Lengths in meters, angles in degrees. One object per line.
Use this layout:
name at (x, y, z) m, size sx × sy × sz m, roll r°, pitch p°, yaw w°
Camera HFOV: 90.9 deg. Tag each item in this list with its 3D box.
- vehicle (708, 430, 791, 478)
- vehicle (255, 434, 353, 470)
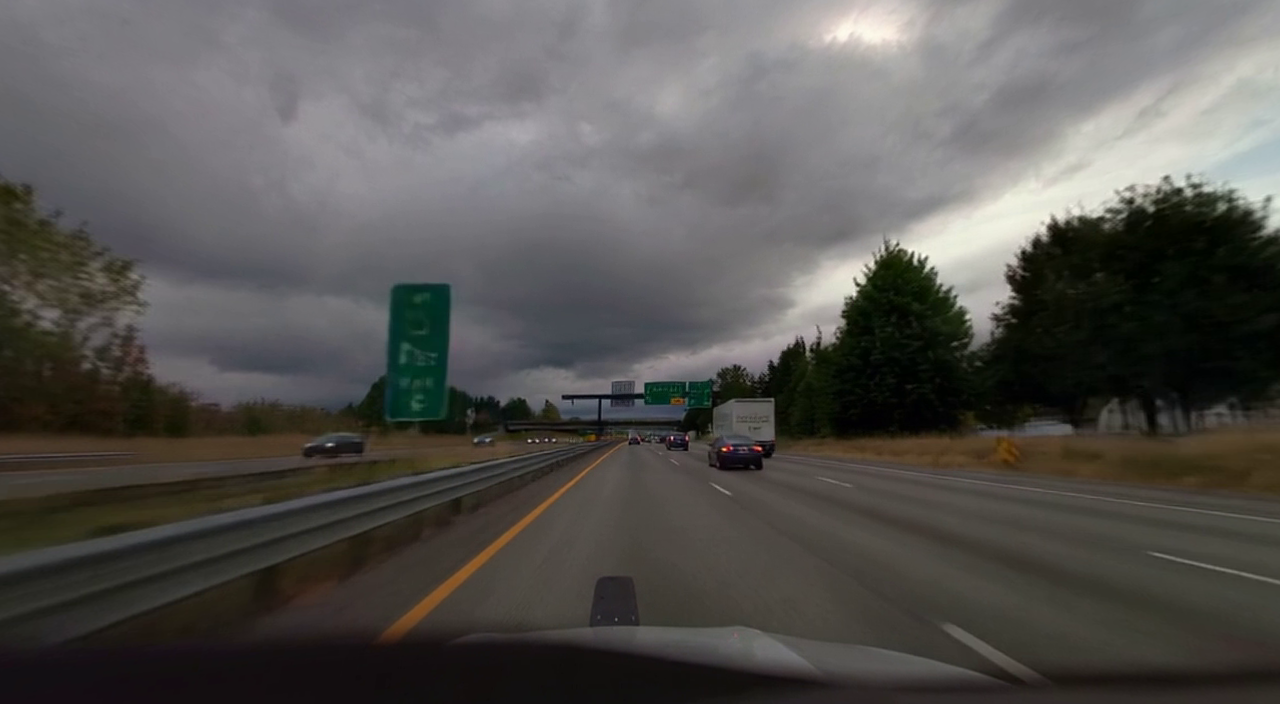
vehicle at (3.766, 3.593, 22.614) m, size 1.986 × 1.501 × 4.529 m, roll 0°, pitch -8°, yaw -2°
vehicle at (-15.438, 4.601, 29.287) m, size 1.876 × 1.505 × 4.819 m, roll 0°, pitch -8°, yaw 0°
